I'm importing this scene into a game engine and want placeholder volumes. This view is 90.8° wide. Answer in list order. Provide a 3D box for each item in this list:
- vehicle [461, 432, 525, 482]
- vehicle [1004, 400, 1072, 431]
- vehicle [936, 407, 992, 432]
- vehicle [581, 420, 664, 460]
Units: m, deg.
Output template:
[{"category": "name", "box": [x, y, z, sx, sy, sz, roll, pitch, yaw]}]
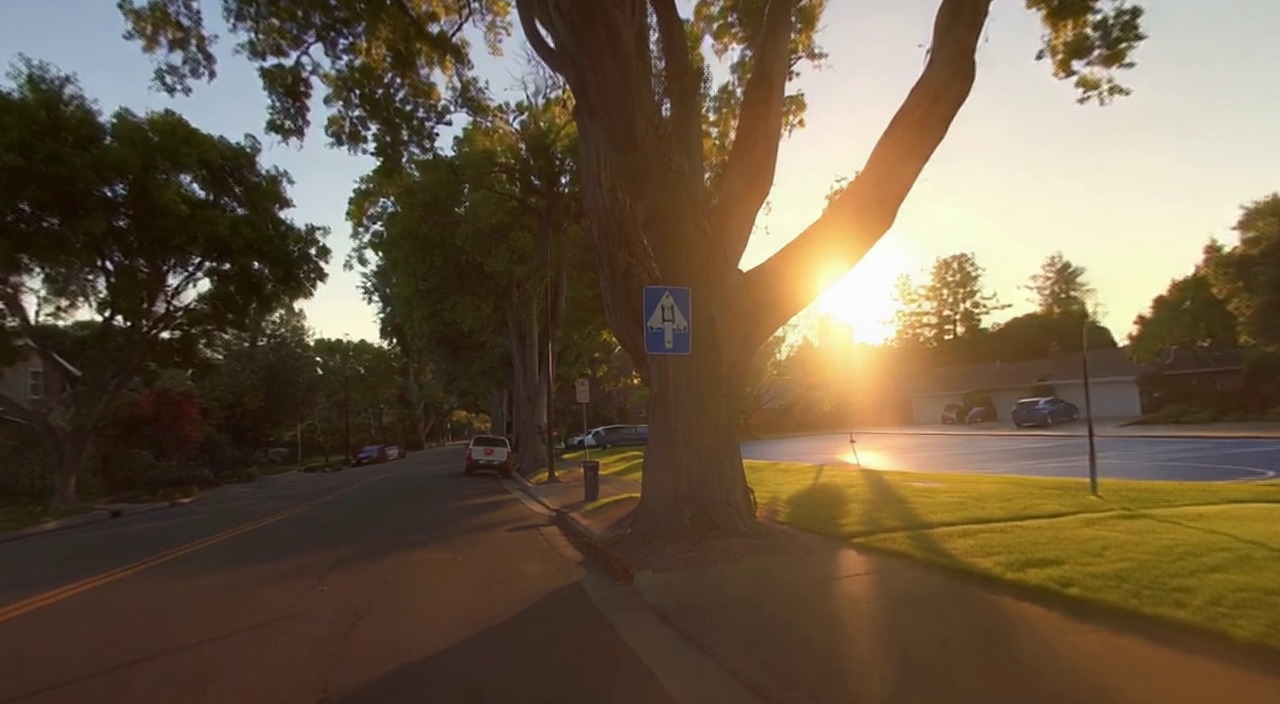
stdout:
[{"category": "vehicle", "box": [-5.813, 4.083, 24.864, 2.204, 1.776, 4.262, 2, -9, -14]}, {"category": "vehicle", "box": [23.639, 3.797, 37.439, 4.481, 1.634, 1.973, 7, -11, -39]}, {"category": "vehicle", "box": [22.348, 4.694, 43.510, 4.245, 1.601, 1.912, 7, -11, -41]}, {"category": "vehicle", "box": [-0.929, 4.880, 35.230, 1.954, 1.696, 4.390, -8, -5, 43]}]
